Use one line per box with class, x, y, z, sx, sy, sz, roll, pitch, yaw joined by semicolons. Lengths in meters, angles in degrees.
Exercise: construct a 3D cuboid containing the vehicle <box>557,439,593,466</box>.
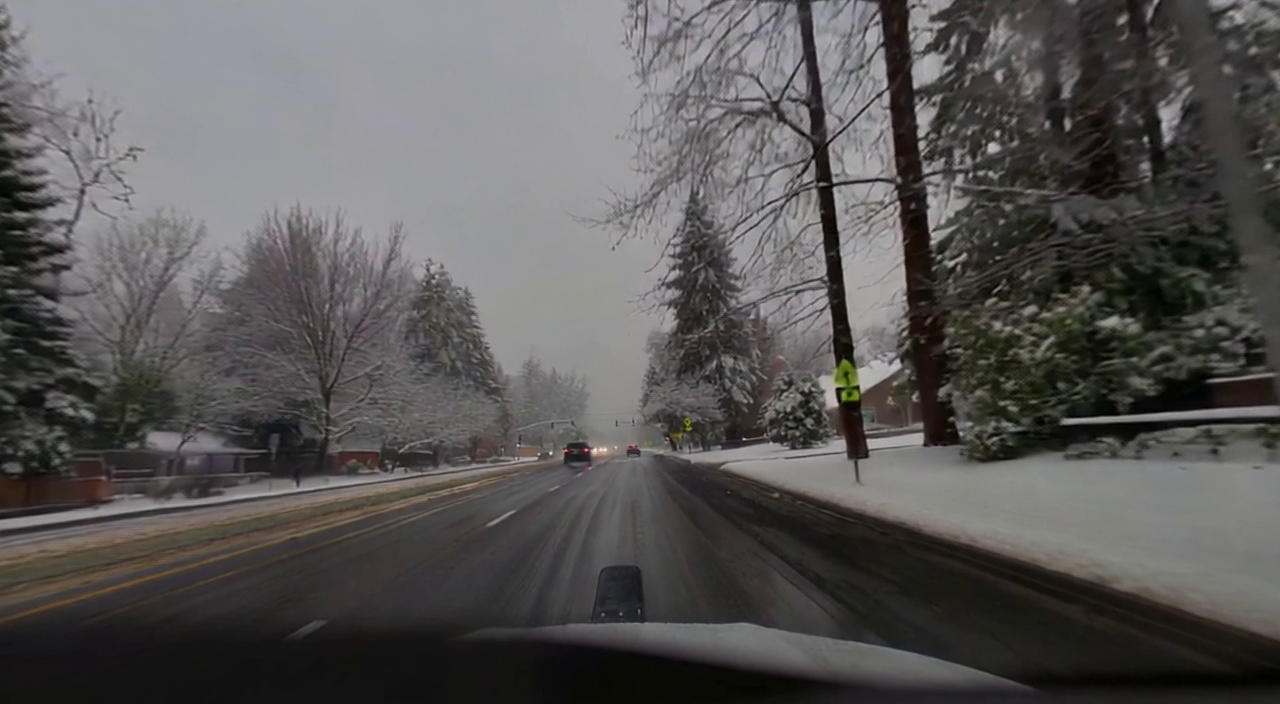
vehicle;-4.486;6.985;44.172;2.065;1.714;4.272;0;-8;0
